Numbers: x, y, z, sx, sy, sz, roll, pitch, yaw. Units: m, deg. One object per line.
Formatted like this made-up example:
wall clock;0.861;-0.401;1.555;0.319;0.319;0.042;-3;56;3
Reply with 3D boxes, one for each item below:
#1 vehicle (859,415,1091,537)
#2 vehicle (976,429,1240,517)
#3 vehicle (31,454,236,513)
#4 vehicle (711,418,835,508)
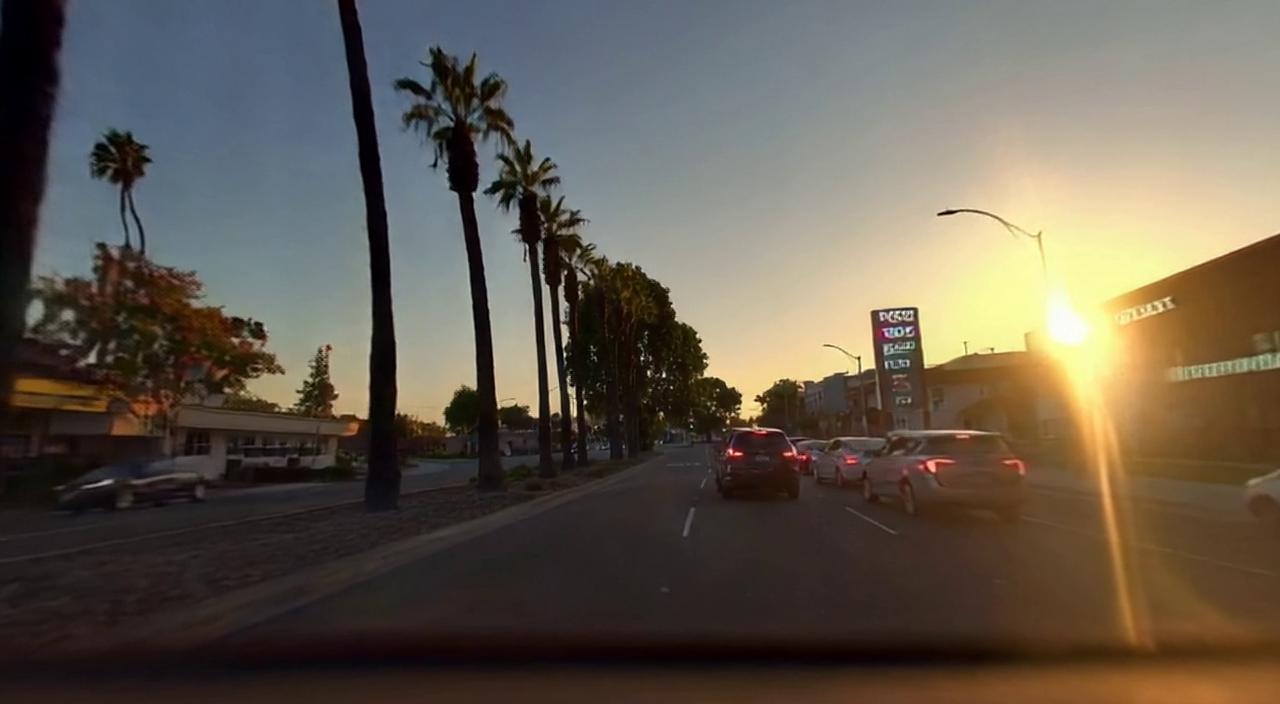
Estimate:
vehicle;5.745;2.173;11.685;2.187;1.777;4.444;-1;-9;6
vehicle;11.336;2.949;15.978;2.348;1.822;5.043;2;-9;-9
vehicle;-14.526;3.752;18.564;1.857;1.446;4.615;-1;-9;7
vehicle;3.004;2.652;15.520;2.428;1.816;4.959;-1;-9;6
